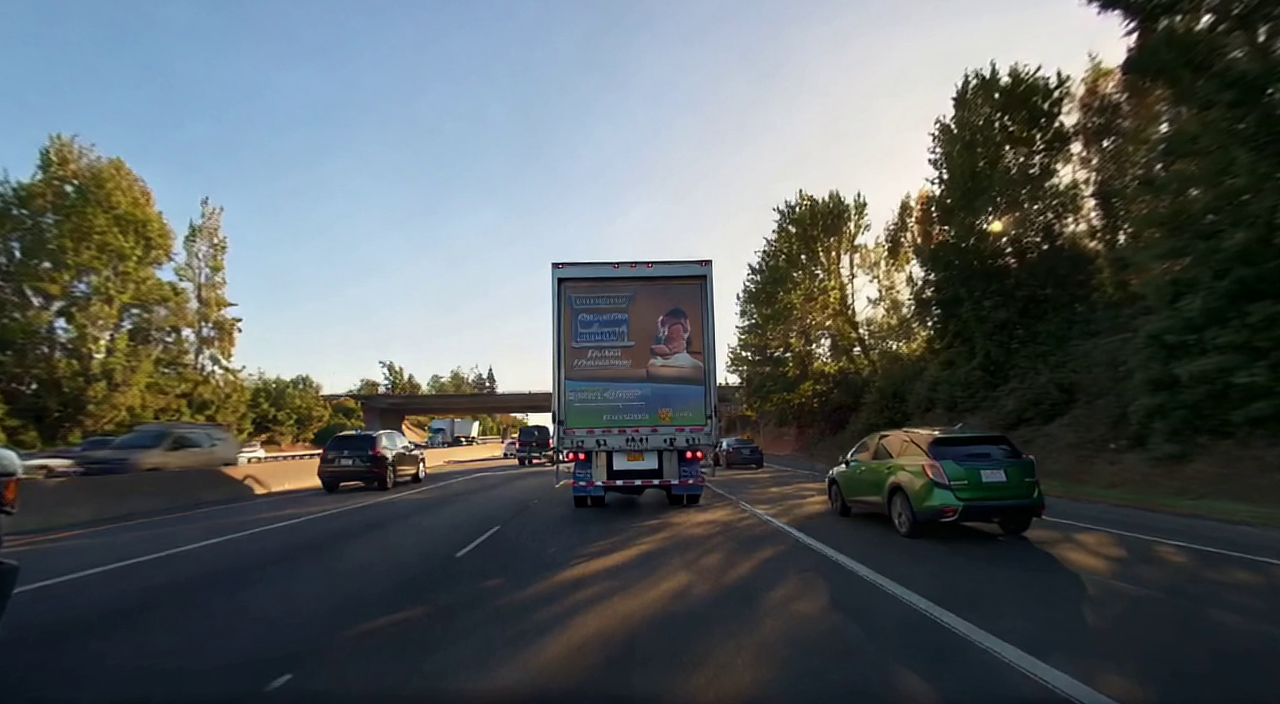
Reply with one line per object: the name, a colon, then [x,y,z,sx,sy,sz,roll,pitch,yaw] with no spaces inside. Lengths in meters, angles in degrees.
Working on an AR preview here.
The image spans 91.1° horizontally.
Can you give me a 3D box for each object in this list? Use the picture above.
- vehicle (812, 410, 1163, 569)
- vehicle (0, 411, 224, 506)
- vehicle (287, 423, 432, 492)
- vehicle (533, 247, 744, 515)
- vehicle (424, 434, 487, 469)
vehicle: [4.005,1.640,8.426,2.003,1.519,4.580,0,-8,-1]
vehicle: [-16.358,3.244,19.764,2.446,2.501,5.970,0,-8,0]
vehicle: [-7.731,2.931,17.912,2.057,1.698,4.550,0,-8,-1]
vehicle: [-0.113,1.015,13.798,2.911,3.787,9.905,0,-8,-1]
vehicle: [-8.407,4.542,28.969,1.845,1.488,3.656,0,-8,-1]
